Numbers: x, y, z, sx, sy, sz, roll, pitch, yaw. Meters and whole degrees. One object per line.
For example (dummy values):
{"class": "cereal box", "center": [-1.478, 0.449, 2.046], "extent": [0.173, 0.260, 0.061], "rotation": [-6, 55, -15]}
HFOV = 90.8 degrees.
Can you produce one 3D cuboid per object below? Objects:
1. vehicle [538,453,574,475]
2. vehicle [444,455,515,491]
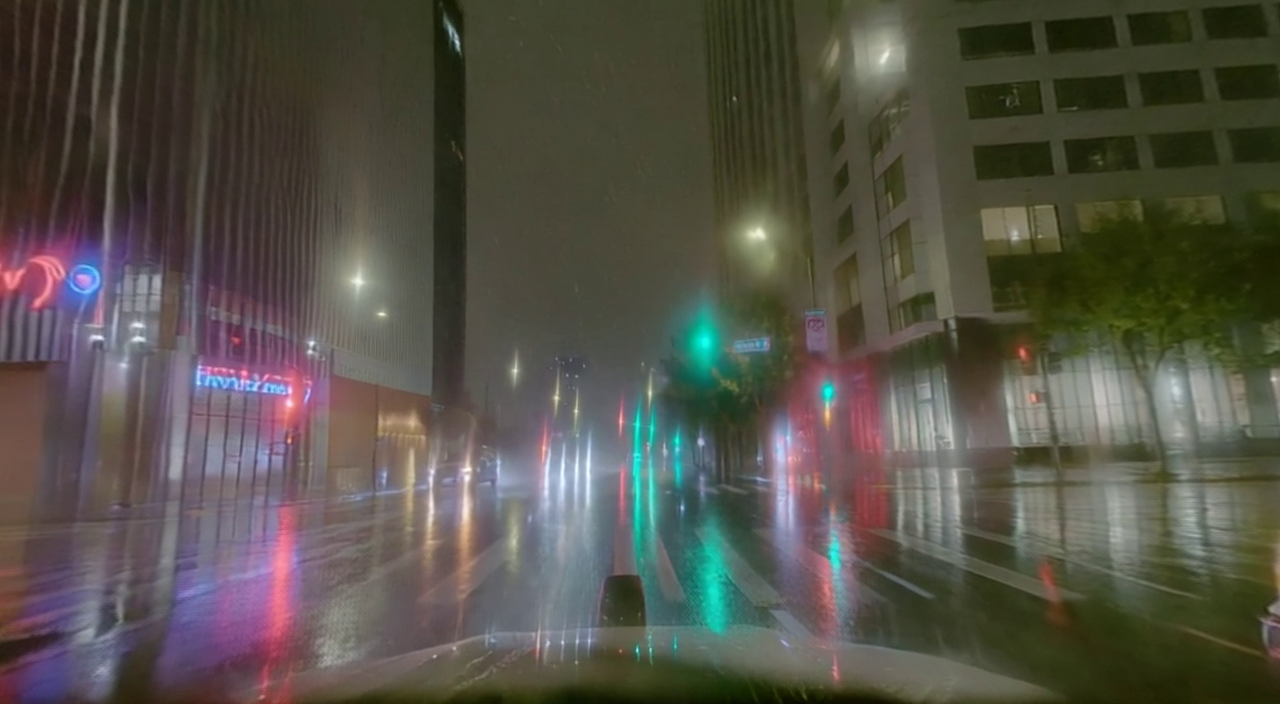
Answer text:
{"class": "vehicle", "center": [-6.175, 8.275, 46.791], "extent": [1.897, 1.537, 3.770], "rotation": [-1, -9, 3]}
{"class": "vehicle", "center": [-7.155, 5.419, 28.565], "extent": [1.893, 1.451, 4.276], "rotation": [-1, -9, 3]}
